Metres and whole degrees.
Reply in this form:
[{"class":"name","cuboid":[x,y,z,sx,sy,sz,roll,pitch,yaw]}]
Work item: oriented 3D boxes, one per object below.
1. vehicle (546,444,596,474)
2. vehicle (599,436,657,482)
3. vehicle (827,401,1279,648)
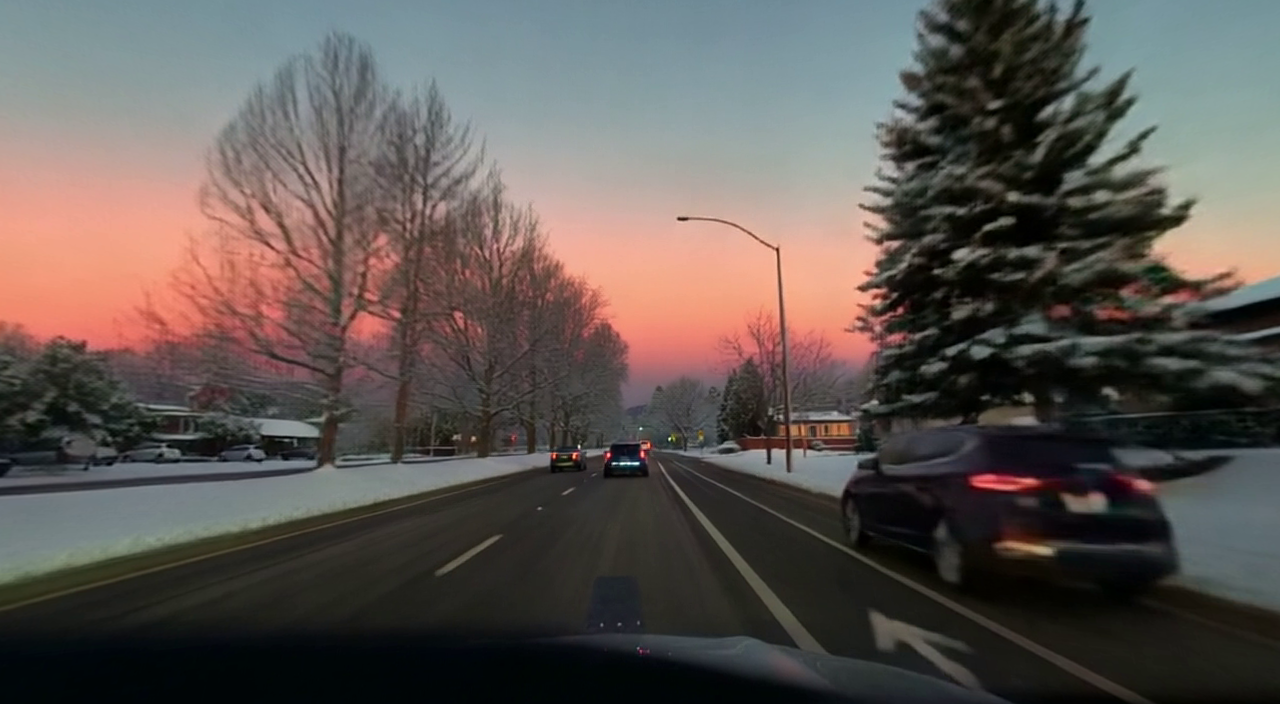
[{"class":"vehicle","cuboid":[-3.489,5.493,32.604,2.032,1.433,4.458,0,-8,1]},{"class":"vehicle","cuboid":[-0.466,4.383,26.060,2.220,1.742,4.047,0,-8,0]},{"class":"vehicle","cuboid":[3.878,1.577,6.874,2.332,1.769,4.518,0,-8,1]}]
